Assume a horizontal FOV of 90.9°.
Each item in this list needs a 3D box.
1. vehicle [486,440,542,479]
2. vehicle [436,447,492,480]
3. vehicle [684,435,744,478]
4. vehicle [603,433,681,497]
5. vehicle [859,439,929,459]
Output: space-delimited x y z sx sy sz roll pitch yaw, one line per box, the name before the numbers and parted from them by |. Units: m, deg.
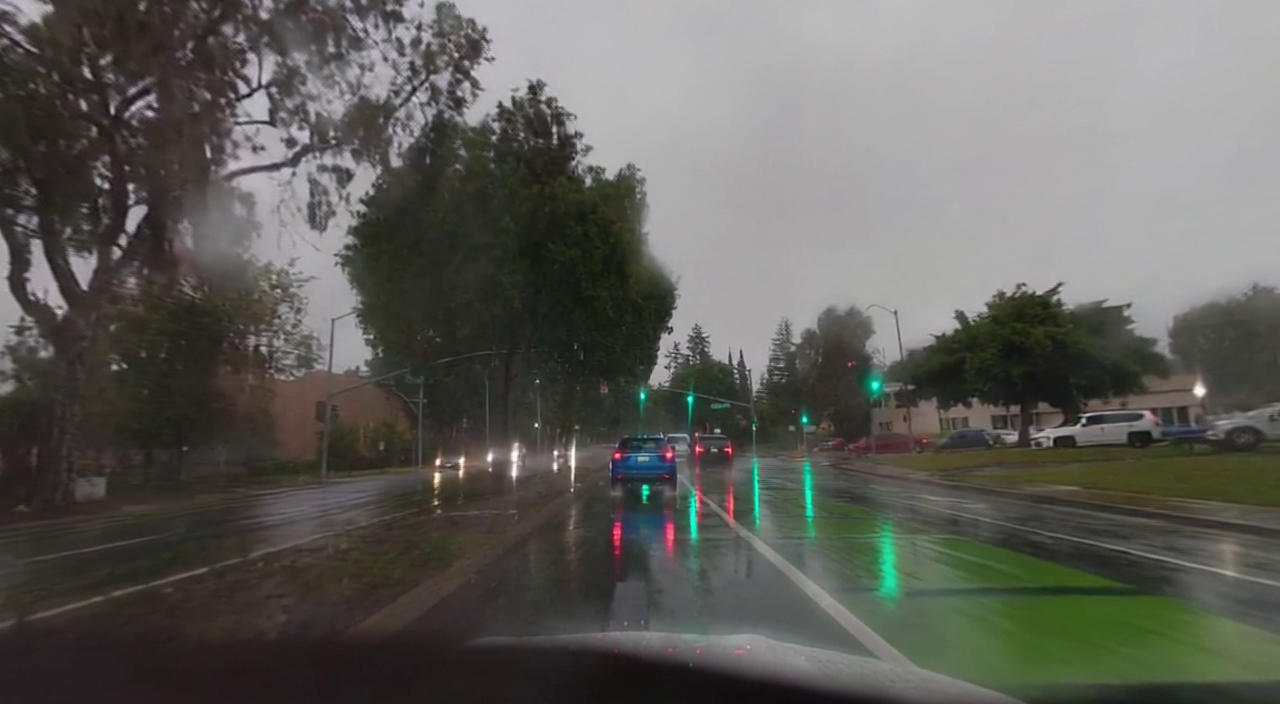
vehicle | -6.530 5.617 33.232 1.949 1.891 4.439 0 -8 1
vehicle | -10.478 6.641 37.814 1.974 1.794 4.580 0 -8 1
vehicle | 3.341 4.815 29.339 2.189 1.815 4.495 0 -8 0
vehicle | 0.058 3.378 19.208 2.109 1.730 3.963 0 -8 0
vehicle | 19.504 7.500 48.596 4.587 1.490 1.825 0 -8 2
